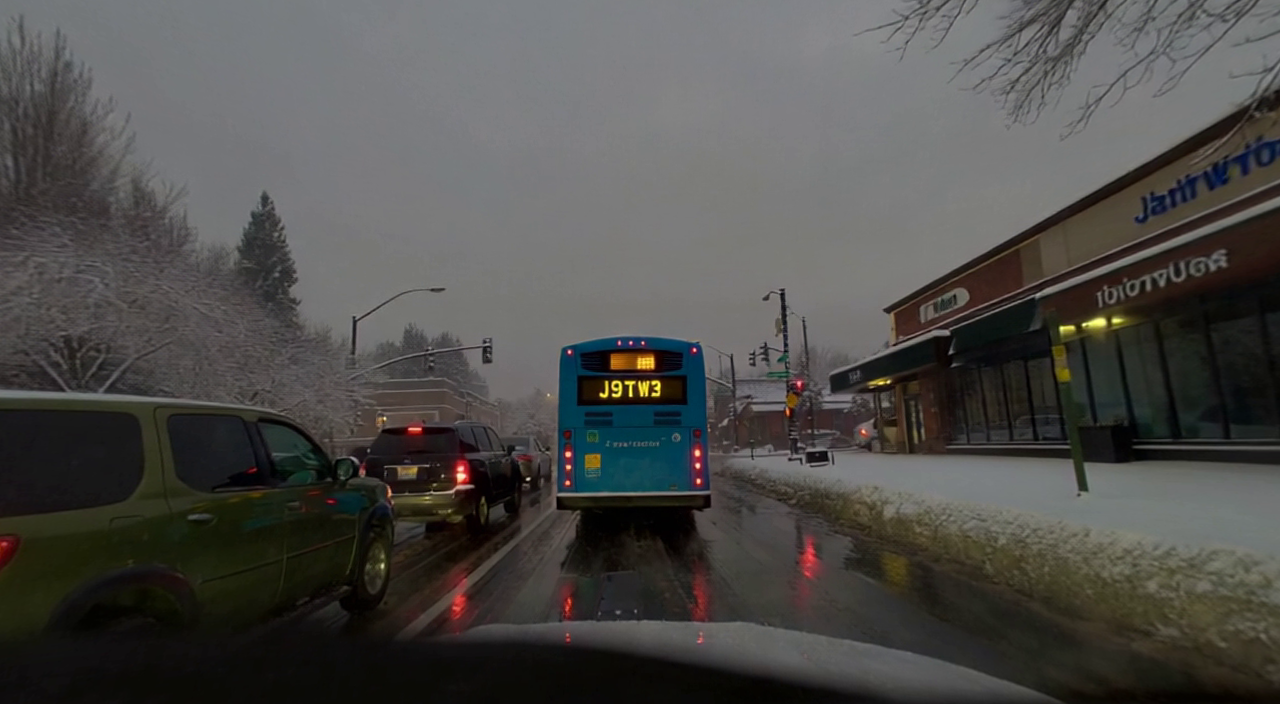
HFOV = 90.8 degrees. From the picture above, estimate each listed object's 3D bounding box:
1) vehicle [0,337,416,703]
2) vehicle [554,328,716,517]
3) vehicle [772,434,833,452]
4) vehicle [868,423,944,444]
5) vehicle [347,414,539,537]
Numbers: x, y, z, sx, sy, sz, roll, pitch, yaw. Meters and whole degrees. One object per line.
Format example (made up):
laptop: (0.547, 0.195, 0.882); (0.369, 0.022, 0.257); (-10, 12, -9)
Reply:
vehicle: (-3.217, 1.090, 3.963); (2.020, 1.725, 4.384); (0, -8, 0)
vehicle: (-0.295, 2.003, 16.640); (2.938, 3.468, 9.972); (0, -9, -2)
vehicle: (11.964, 6.737, 46.649); (3.949, 1.337, 1.738); (0, -9, -2)
vehicle: (19.832, 6.111, 47.191); (4.827, 1.555, 1.863); (1, -9, -6)
vehicle: (-3.345, 2.210, 11.893); (2.096, 1.828, 4.669); (0, -8, 0)
